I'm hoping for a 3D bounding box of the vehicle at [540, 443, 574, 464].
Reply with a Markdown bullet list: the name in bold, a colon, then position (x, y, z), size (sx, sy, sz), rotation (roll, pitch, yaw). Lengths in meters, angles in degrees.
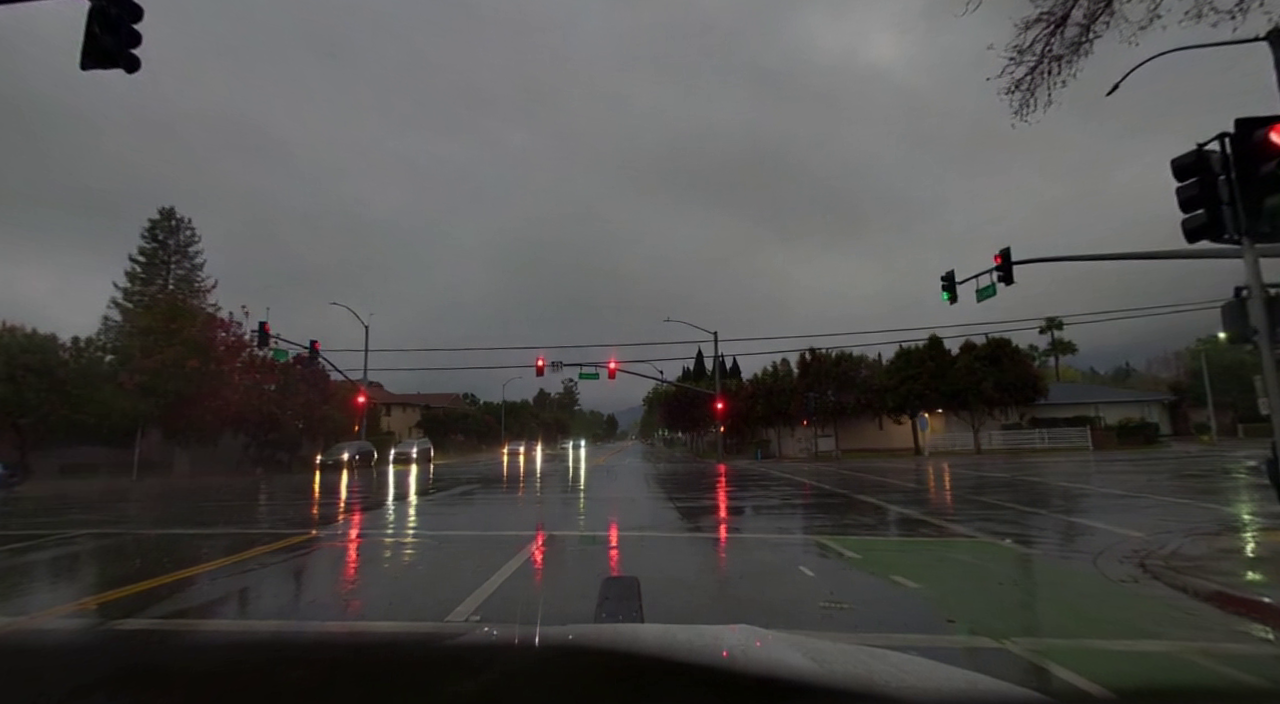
- **vehicle**: position (-6.129, 7.520, 47.049), size (1.936, 1.444, 4.168), rotation (0, -8, 0)
